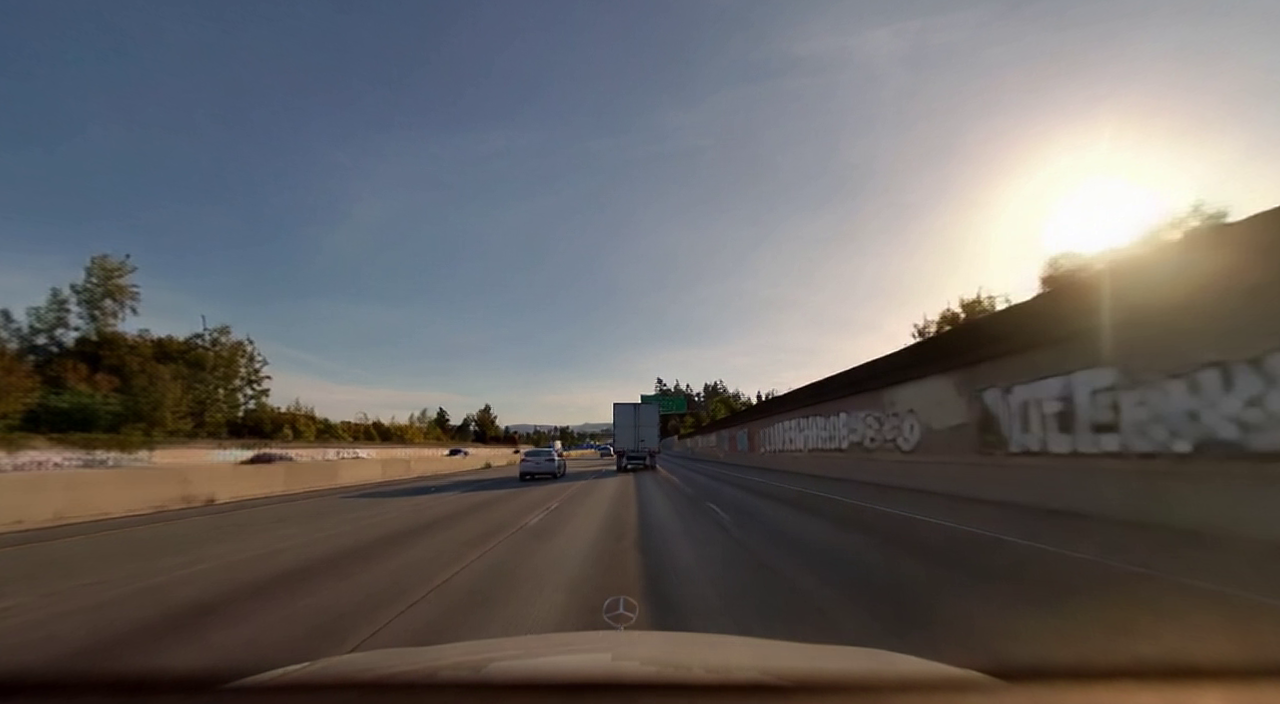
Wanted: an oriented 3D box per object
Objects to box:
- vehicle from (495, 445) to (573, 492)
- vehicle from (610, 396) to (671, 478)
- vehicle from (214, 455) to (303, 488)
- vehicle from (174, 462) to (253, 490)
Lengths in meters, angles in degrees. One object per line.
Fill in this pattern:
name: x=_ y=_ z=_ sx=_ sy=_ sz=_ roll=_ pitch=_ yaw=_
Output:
vehicle: x=-3.733 y=4.193 z=22.862 sx=2.158 sy=1.538 sz=4.047 roll=0 pitch=-9 yaw=0
vehicle: x=-0.067 y=5.076 z=36.698 sx=3.042 sy=4.023 sz=10.832 roll=0 pitch=-9 yaw=-1
vehicle: x=-19.675 y=6.168 z=32.553 sx=1.841 sy=1.531 sz=4.395 roll=0 pitch=-9 yaw=-1
vehicle: x=-23.933 y=6.950 z=35.331 sx=1.781 sy=1.438 sz=3.826 roll=0 pitch=-9 yaw=0
